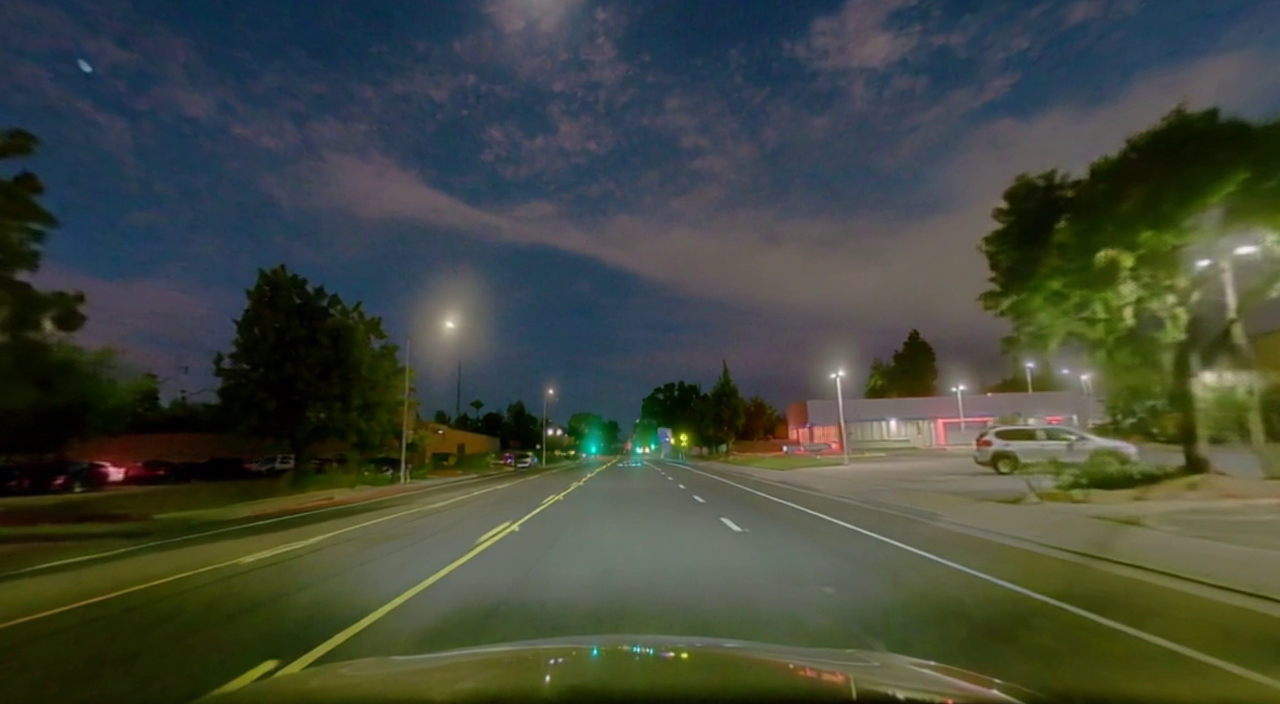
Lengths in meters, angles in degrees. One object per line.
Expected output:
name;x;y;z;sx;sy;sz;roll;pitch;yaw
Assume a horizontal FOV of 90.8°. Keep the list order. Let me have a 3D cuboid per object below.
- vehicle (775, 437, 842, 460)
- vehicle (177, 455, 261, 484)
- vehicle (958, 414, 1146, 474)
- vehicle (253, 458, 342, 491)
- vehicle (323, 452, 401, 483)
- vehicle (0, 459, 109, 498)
vehicle;12.849;7.370;48.279;4.554;1.668;1.974;-5;-10;28
vehicle;-27.677;7.674;41.657;4.417;1.747;1.954;5;-10;-33
vehicle;12.742;2.928;19.984;4.632;1.701;1.975;-5;-10;26
vehicle;-17.347;6.139;31.905;4.708;1.472;1.994;-6;-11;35
vehicle;-16.548;6.838;37.623;4.311;1.746;1.984;-5;-10;29
vehicle;-27.263;5.729;28.724;4.272;1.613;1.855;2;-9;-14
